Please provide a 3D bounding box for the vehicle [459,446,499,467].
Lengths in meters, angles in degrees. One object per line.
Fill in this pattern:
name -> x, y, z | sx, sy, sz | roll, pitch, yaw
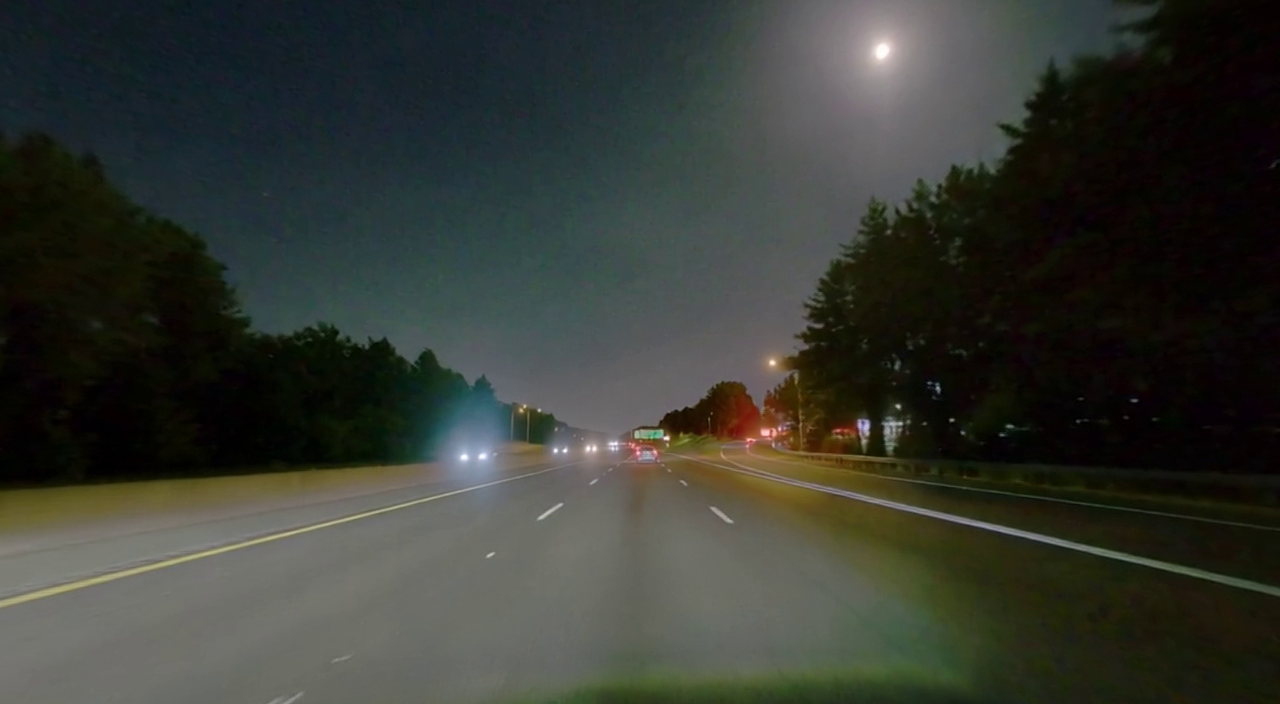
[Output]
vehicle -> -12.421, 8.060, 48.771 | 1.898, 1.514, 4.398 | 0, -9, 0
